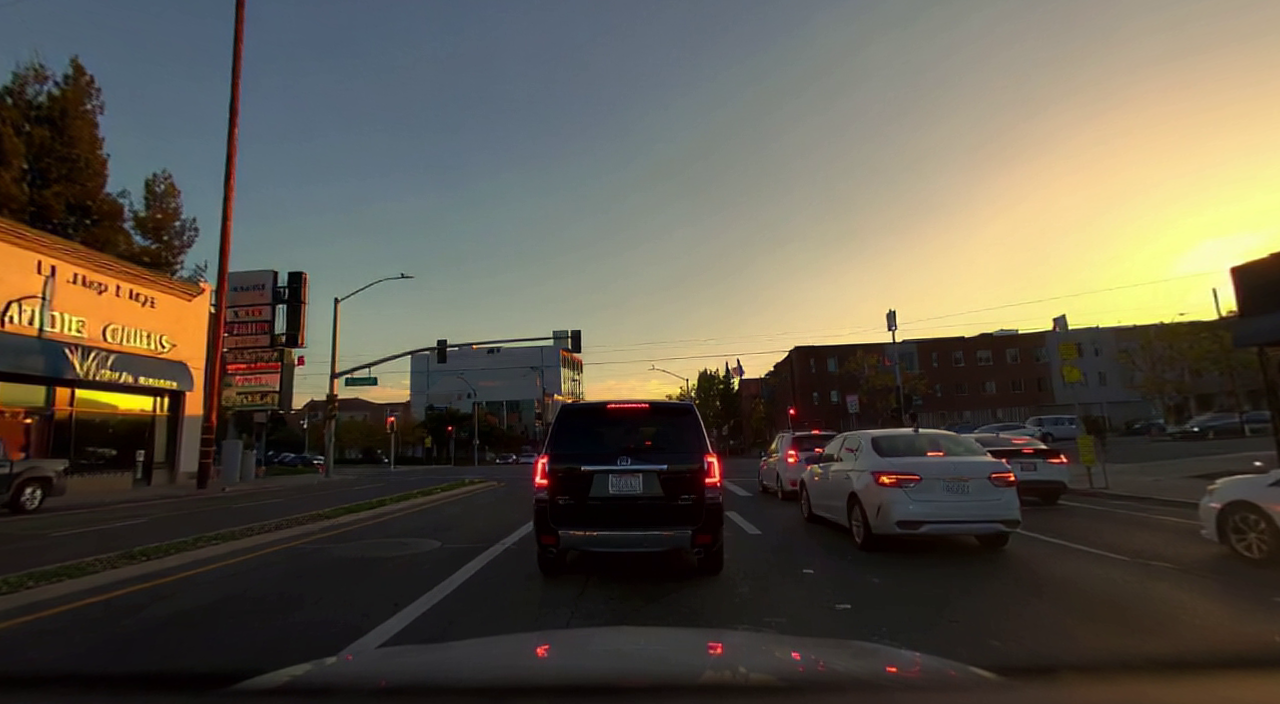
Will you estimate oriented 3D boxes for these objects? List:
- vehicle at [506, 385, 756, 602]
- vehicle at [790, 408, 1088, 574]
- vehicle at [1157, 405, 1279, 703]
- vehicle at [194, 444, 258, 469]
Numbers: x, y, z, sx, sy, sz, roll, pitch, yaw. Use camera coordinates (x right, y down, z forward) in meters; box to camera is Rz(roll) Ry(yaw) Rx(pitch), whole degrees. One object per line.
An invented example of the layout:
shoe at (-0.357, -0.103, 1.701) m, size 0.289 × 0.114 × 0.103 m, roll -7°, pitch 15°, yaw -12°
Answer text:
vehicle at (0.007, 1.539, 7.686) m, size 2.154 × 1.861 × 4.280 m, roll 0°, pitch -8°, yaw 3°
vehicle at (3.633, 1.763, 8.782) m, size 2.036 × 1.719 × 4.318 m, roll 0°, pitch -8°, yaw 0°
vehicle at (3.369, 0.688, 0.632) m, size 1.884 × 1.484 × 4.609 m, roll 0°, pitch -8°, yaw 2°
vehicle at (-27.389, 6.880, 41.891) m, size 1.693 × 1.563 × 3.716 m, roll 0°, pitch -8°, yaw 0°
